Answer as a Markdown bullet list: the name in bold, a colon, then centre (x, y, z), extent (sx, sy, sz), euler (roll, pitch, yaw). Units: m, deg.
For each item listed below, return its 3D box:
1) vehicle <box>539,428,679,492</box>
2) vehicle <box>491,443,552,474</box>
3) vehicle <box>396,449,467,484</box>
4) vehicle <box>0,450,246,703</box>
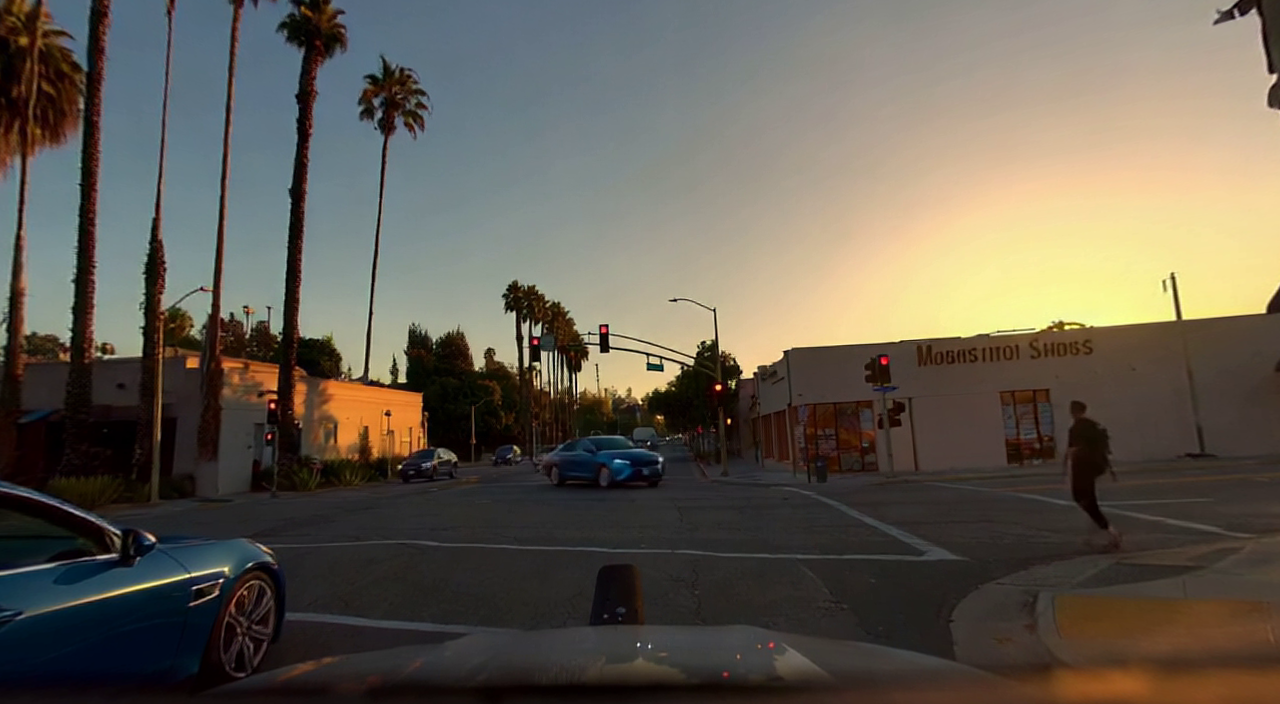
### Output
- **vehicle**: centre (-1.105, 3.309, 19.694), extent (2.092, 1.709, 4.775), euler (6, -11, -35)
- **vehicle**: centre (-7.546, 6.859, 40.940), extent (2.050, 1.792, 5.507), euler (-2, -9, 10)
- **vehicle**: centre (-12.018, 6.591, 36.692), extent (1.870, 1.705, 4.426), euler (-7, -10, 11)
- **vehicle**: centre (-3.707, 1.027, 2.242), extent (1.850, 1.325, 4.295), euler (0, -9, 0)
